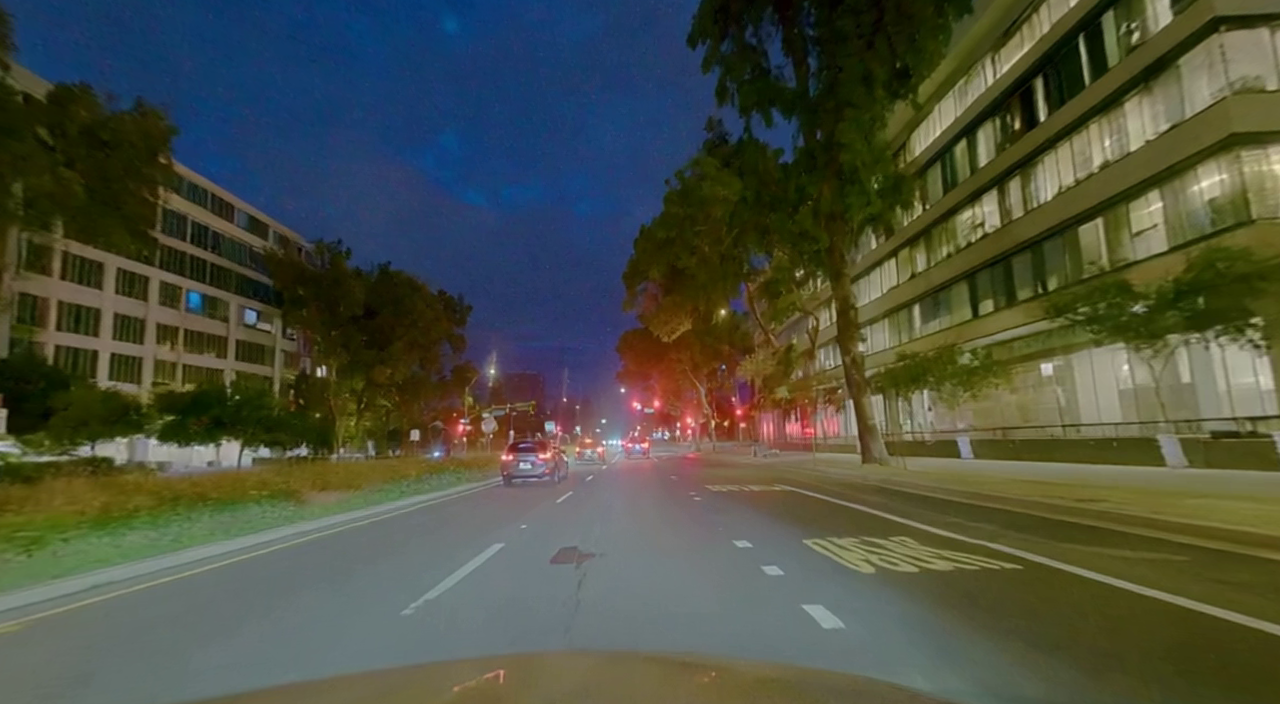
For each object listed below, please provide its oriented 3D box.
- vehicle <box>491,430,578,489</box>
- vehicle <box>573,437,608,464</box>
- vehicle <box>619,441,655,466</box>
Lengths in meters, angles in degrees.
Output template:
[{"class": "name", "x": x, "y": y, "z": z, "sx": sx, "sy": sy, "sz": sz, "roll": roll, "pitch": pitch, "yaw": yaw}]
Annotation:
[{"class": "vehicle", "x": -3.361, "y": 3.532, "z": 21.028, "sx": 2.116, "sy": 1.725, "sz": 4.315, "roll": 0, "pitch": -8, "yaw": 1}, {"class": "vehicle", "x": -3.495, "y": 7.060, "z": 45.446, "sx": 2.152, "sy": 1.802, "sz": 4.628, "roll": 0, "pitch": -8, "yaw": 0}, {"class": "vehicle", "x": -0.211, "y": 6.251, "z": 39.089, "sx": 2.095, "sy": 1.438, "sz": 3.843, "roll": 0, "pitch": -8, "yaw": -1}]
